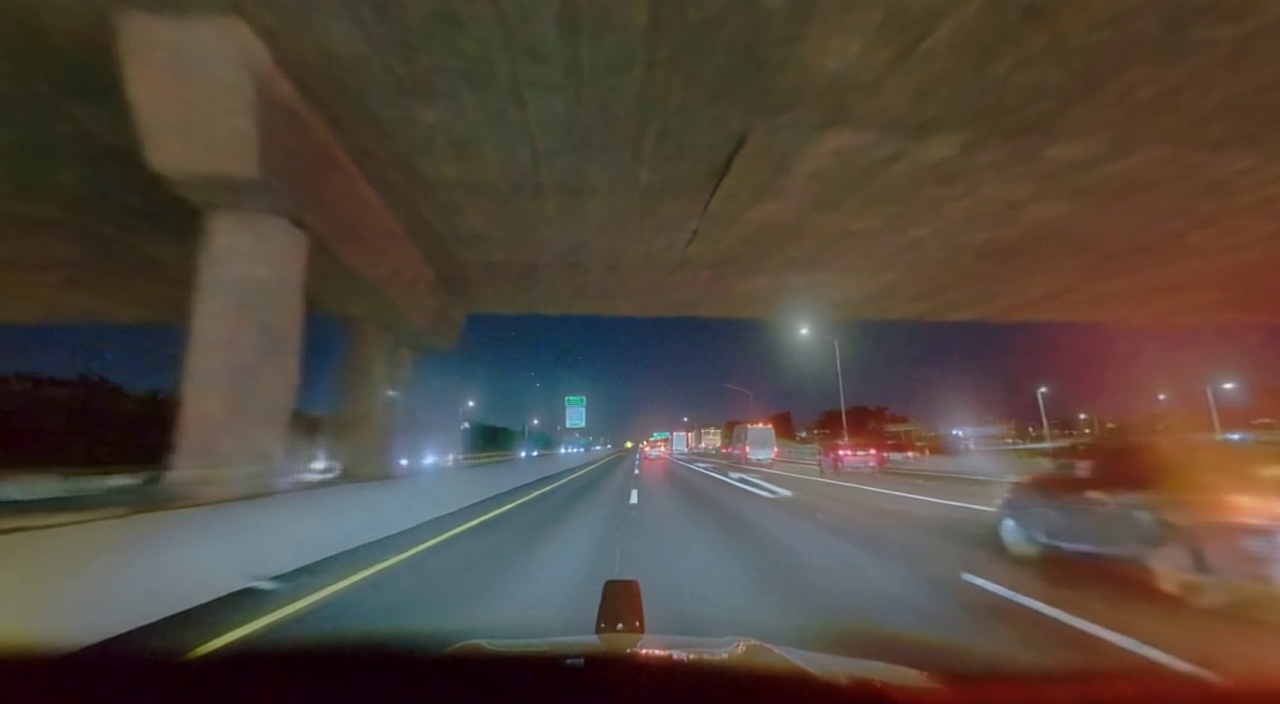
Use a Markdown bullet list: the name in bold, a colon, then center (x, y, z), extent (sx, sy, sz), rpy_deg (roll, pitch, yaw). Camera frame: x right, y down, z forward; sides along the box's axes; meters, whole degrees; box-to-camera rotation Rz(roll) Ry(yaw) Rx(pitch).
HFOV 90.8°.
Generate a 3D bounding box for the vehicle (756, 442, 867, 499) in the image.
- **vehicle**: center (4.882, 3.414, 18.676), extent (1.987, 1.448, 4.356), rpy_deg (0, -8, -1)

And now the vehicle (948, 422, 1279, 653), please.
- **vehicle**: center (5.129, 1.465, 5.866), extent (1.959, 1.483, 5.135), rpy_deg (0, -8, 0)

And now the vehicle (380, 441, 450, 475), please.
- **vehicle**: center (-11.903, 5.630, 33.751), extent (2.048, 1.690, 4.515), rpy_deg (0, -8, 1)

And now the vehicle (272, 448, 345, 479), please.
- **vehicle**: center (-19.667, 6.603, 37.738), extent (1.910, 1.711, 4.436), rpy_deg (0, -8, 1)
